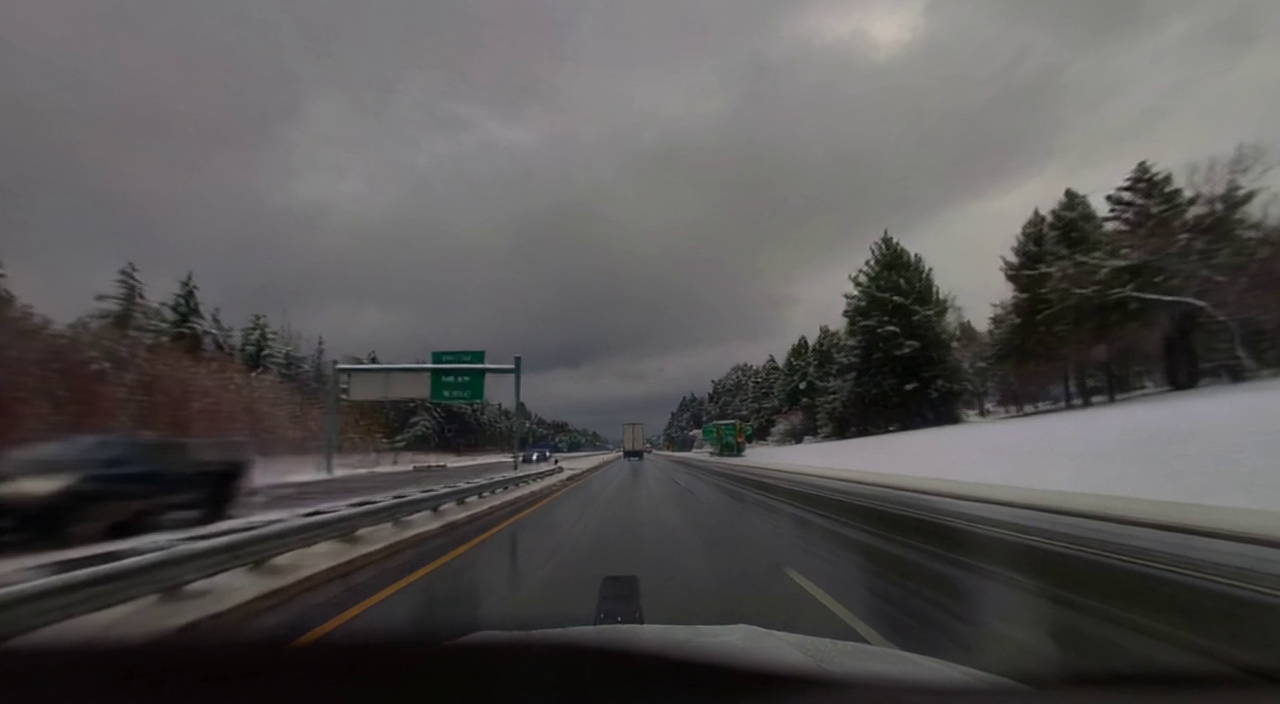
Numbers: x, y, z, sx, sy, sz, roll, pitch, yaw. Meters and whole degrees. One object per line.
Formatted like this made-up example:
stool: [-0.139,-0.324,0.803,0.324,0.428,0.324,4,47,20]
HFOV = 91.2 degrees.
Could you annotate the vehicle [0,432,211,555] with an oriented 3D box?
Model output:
vehicle: [-9.509,2.137,9.944,2.016,1.620,4.735,0,-9,0]
